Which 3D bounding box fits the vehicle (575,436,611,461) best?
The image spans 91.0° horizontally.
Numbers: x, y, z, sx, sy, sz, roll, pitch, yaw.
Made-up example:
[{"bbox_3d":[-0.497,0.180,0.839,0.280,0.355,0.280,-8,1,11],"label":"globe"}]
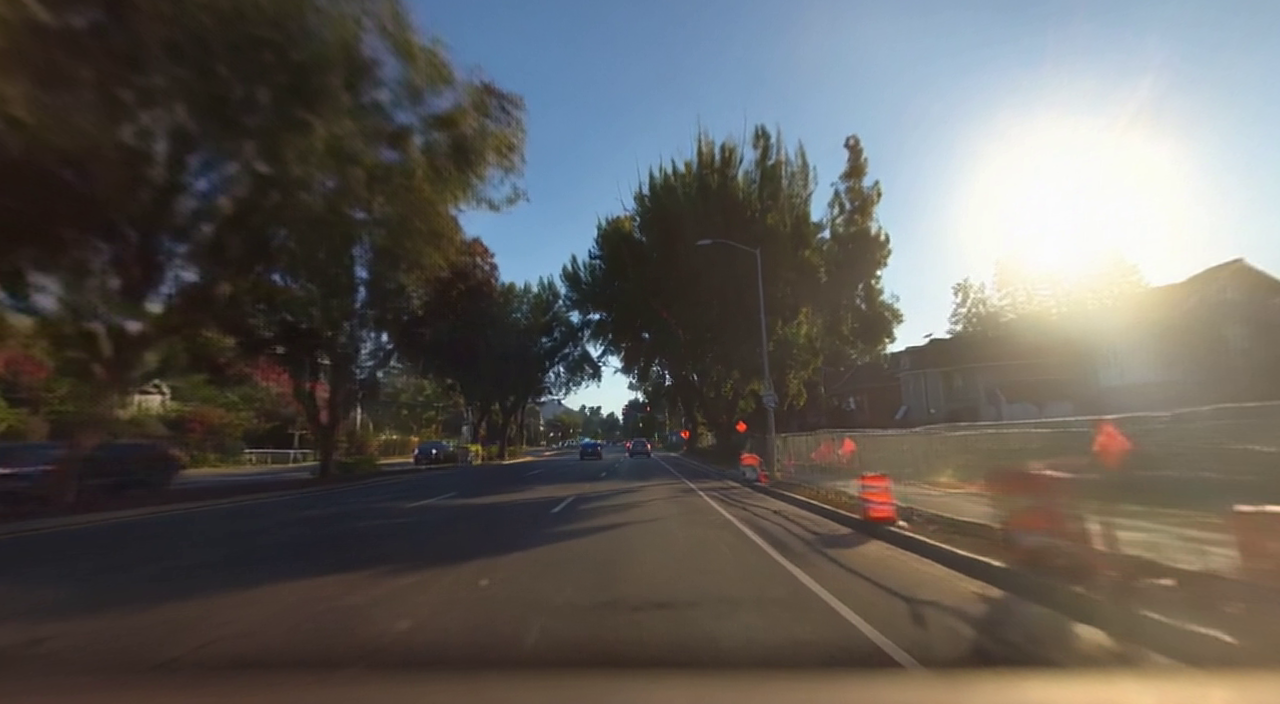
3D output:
[{"bbox_3d":[-3.394,7.078,46.205,2.198,1.663,4.519,0,-8,0],"label":"vehicle"}]
